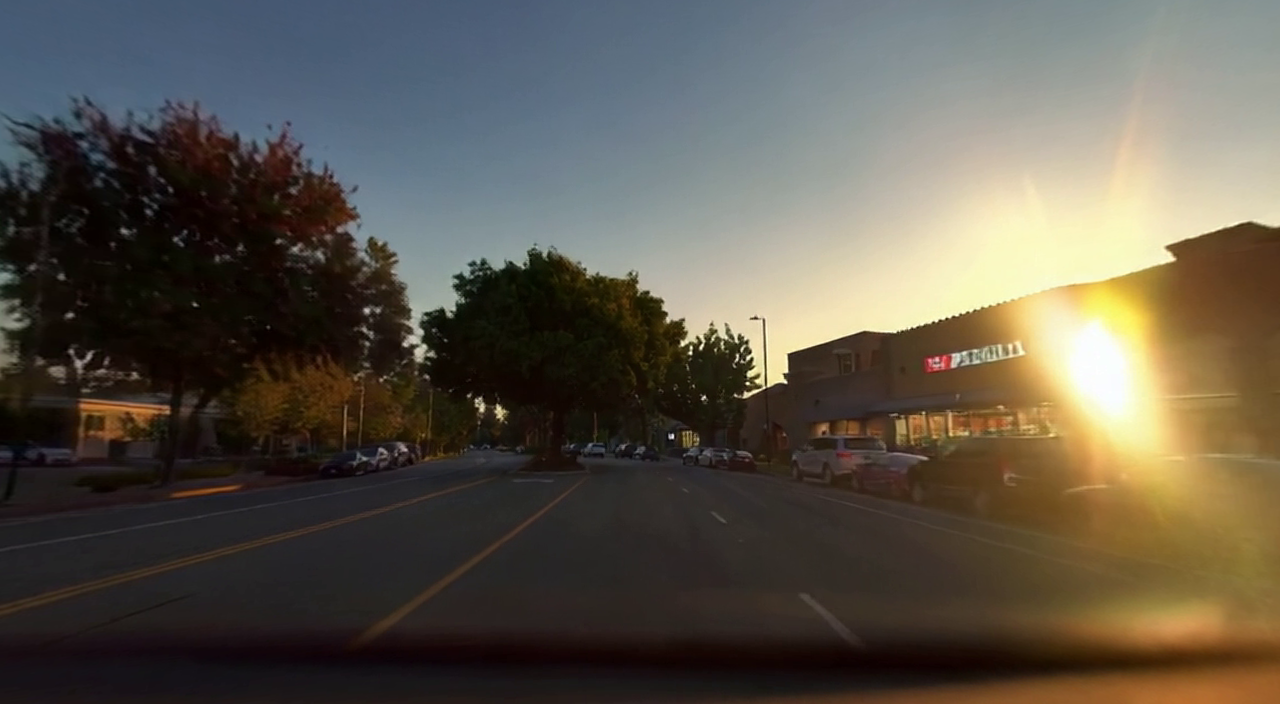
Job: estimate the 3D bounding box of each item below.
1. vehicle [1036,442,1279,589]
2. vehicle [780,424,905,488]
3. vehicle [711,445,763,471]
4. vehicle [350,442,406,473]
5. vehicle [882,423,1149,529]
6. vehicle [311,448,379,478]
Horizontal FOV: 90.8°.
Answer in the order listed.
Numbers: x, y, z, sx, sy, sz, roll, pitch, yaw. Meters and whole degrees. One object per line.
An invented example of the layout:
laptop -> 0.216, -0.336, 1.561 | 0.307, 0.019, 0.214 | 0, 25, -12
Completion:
vehicle -> 7.424, 1.855, 7.709 | 1.870, 1.469, 5.136 | 0, -9, 0
vehicle -> 7.370, 3.901, 23.951 | 2.543, 2.114, 5.984 | 0, -9, -2
vehicle -> 5.926, 6.530, 39.152 | 1.872, 1.515, 4.799 | 1, -9, -8
vehicle -> -16.042, 6.475, 38.925 | 1.927, 1.748, 4.474 | 1, -9, -7
vehicle -> 7.498, 2.531, 13.520 | 2.425, 1.818, 5.028 | 0, -9, -3
vehicle -> -15.643, 5.868, 33.781 | 2.027, 1.470, 4.550 | 1, -9, -8
